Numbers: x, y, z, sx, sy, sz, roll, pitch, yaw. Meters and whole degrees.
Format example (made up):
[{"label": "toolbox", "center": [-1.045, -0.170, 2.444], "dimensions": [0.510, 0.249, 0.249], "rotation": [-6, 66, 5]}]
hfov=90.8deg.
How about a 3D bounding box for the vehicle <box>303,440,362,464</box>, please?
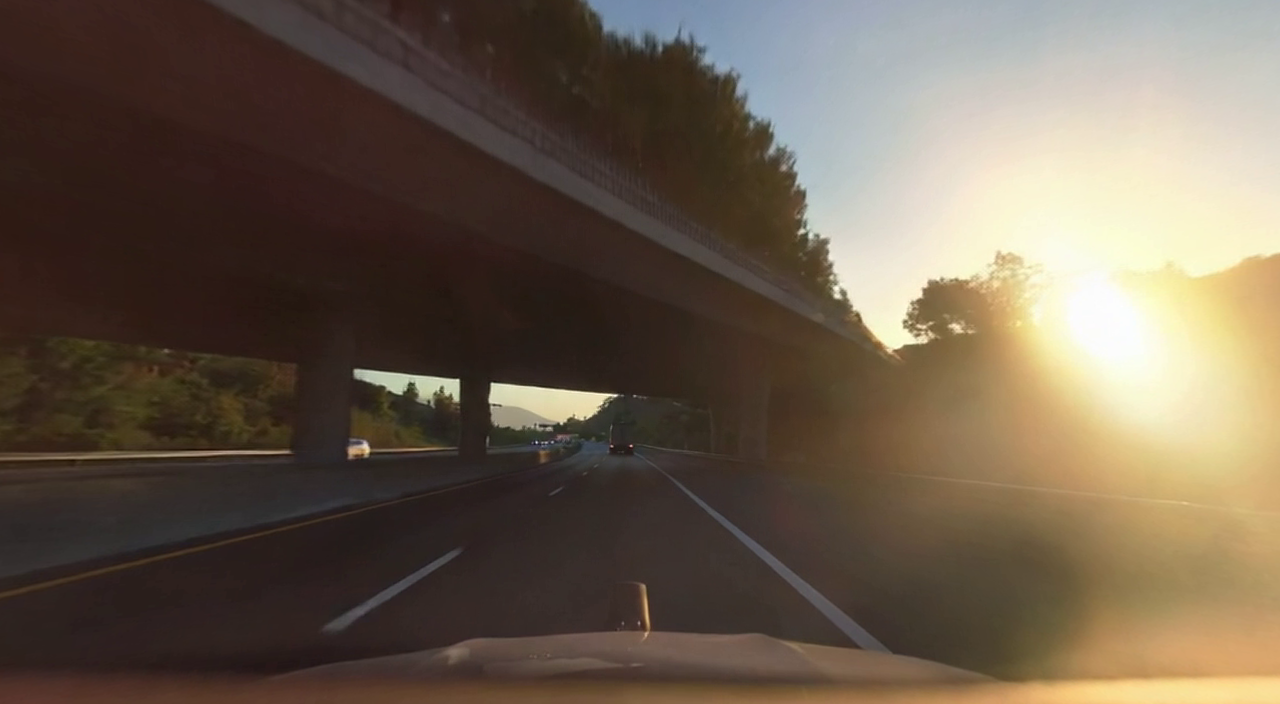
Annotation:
[{"label": "vehicle", "center": [-20.100, 6.559, 41.371], "dimensions": [1.769, 1.475, 4.161], "rotation": [0, -9, 0]}]
